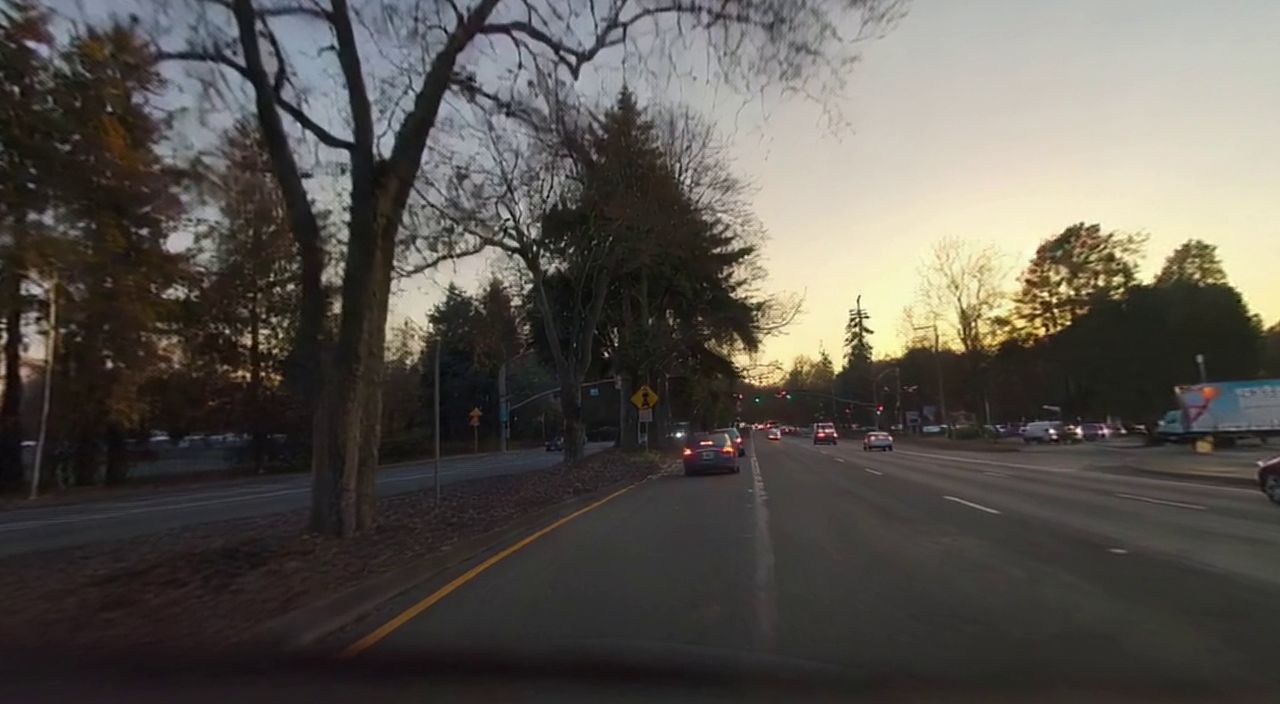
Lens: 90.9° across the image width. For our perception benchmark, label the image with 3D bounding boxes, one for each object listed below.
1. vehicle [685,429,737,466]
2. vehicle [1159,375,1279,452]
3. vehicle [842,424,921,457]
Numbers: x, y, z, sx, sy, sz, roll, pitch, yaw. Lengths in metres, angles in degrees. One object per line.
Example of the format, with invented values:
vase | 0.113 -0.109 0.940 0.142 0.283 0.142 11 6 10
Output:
vehicle | 3.084 4.084 27.004 2.032 1.461 4.173 -1 -9 8
vehicle | 31.103 3.317 32.369 7.827 3.570 3.121 4 -9 -20
vehicle | 13.251 4.927 34.905 1.991 1.695 4.357 2 -9 -12
